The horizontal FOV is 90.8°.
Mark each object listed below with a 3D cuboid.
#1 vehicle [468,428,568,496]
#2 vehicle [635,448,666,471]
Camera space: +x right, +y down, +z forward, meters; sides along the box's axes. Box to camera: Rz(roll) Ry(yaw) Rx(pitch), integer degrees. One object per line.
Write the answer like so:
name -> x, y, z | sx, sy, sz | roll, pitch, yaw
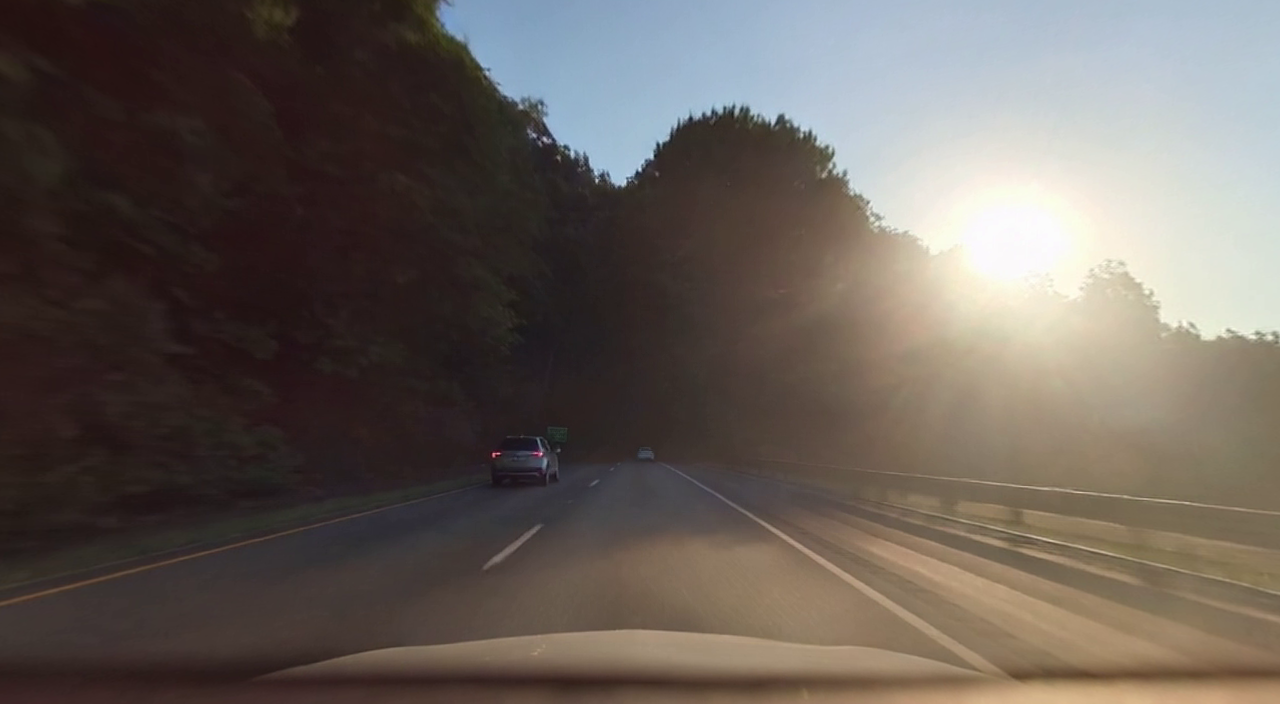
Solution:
vehicle -> -3.985, 3.728, 21.719 | 2.418, 2.049, 4.930 | 0, -9, 0
vehicle -> 0.707, 7.464, 44.008 | 2.046, 1.452, 4.407 | 0, -9, 0
